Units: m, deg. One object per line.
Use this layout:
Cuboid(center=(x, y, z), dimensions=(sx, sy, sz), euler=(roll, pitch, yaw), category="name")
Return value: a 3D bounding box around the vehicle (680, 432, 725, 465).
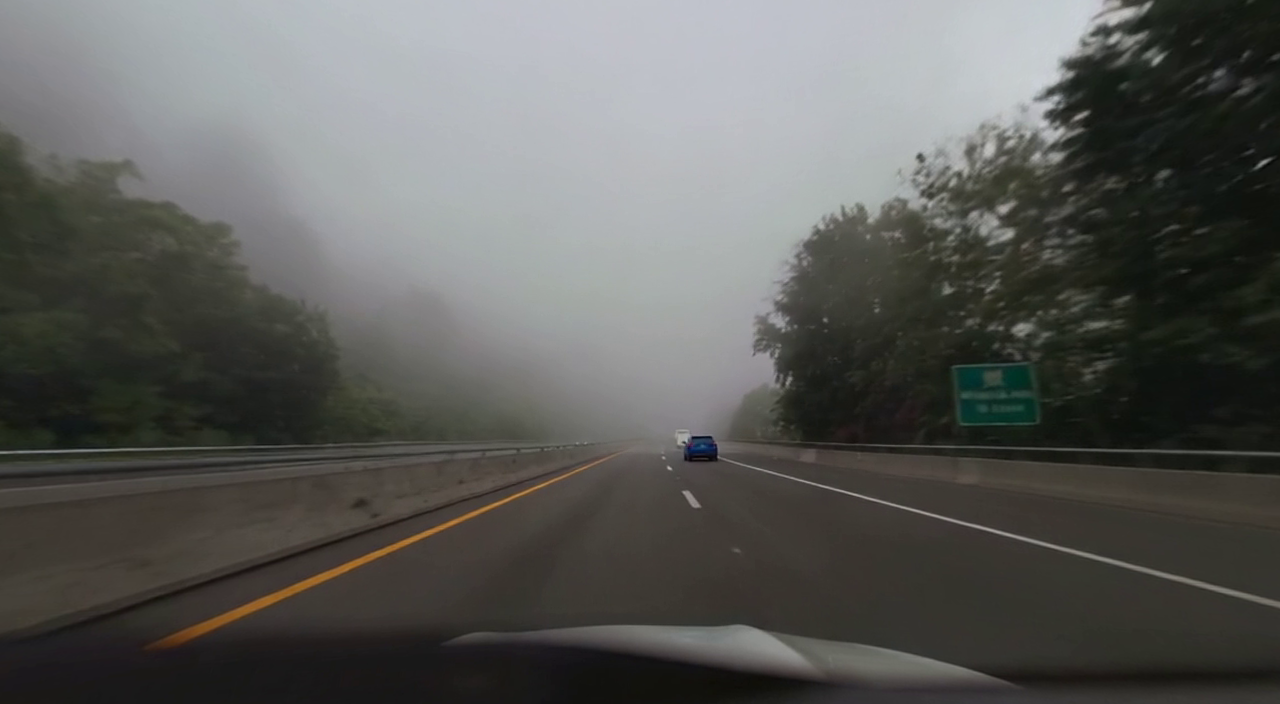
Cuboid(center=(3.325, 5.270, 34.396), dimensions=(2.022, 1.663, 4.245), euler=(0, -8, 0), category="vehicle")
